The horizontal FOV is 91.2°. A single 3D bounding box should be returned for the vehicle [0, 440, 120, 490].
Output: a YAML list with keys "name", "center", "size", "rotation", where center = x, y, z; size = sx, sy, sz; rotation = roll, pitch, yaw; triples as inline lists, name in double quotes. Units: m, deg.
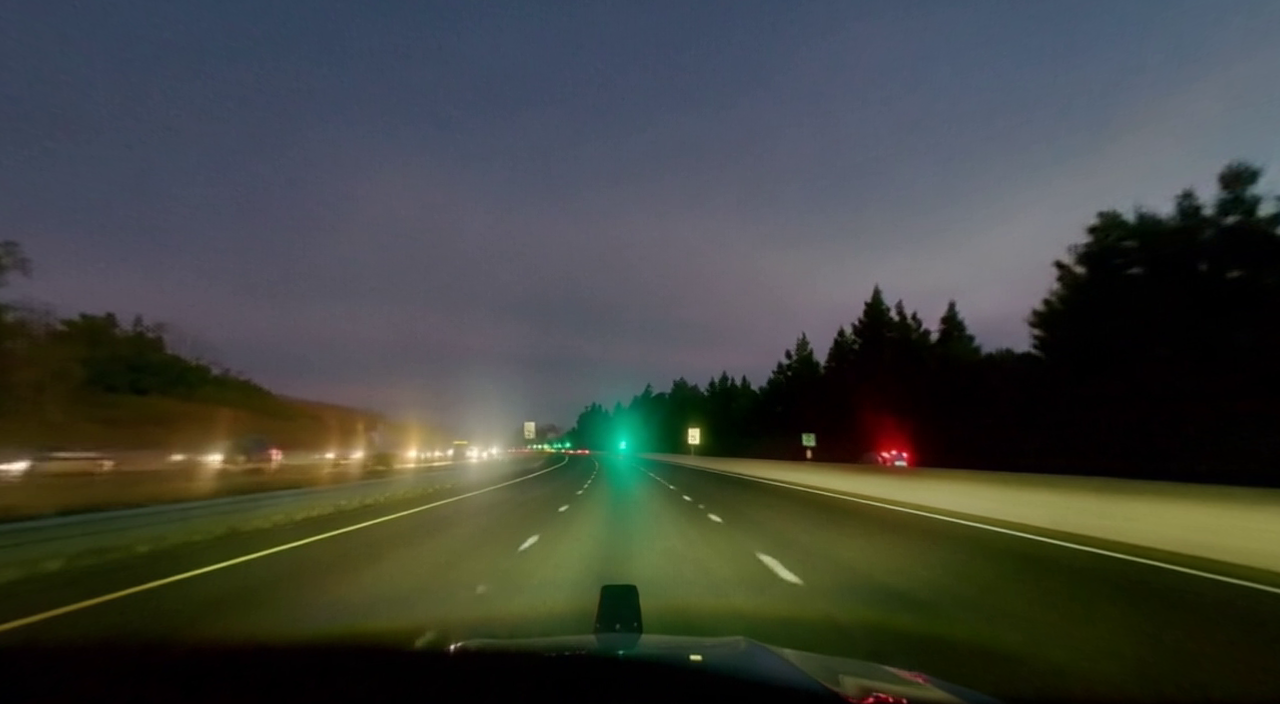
- name: "vehicle"
  center: [-20.389, 3.744, 20.981]
  size: [1.893, 1.472, 4.785]
  rotation: [0, -9, -1]

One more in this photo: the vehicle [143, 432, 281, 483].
- name: "vehicle"
  center: [-14.713, 3.658, 21.896]
  size: [1.865, 1.563, 4.196]
  rotation: [0, -9, 0]

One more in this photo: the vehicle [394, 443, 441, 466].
- name: "vehicle"
  center: [-16.117, 7.438, 45.560]
  size: [1.906, 1.558, 4.561]
  rotation: [0, -9, -3]

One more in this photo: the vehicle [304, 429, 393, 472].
- name: "vehicle"
  center: [-15.231, 5.225, 33.195]
  size: [2.201, 2.054, 5.510]
  rotation: [0, -9, -2]
